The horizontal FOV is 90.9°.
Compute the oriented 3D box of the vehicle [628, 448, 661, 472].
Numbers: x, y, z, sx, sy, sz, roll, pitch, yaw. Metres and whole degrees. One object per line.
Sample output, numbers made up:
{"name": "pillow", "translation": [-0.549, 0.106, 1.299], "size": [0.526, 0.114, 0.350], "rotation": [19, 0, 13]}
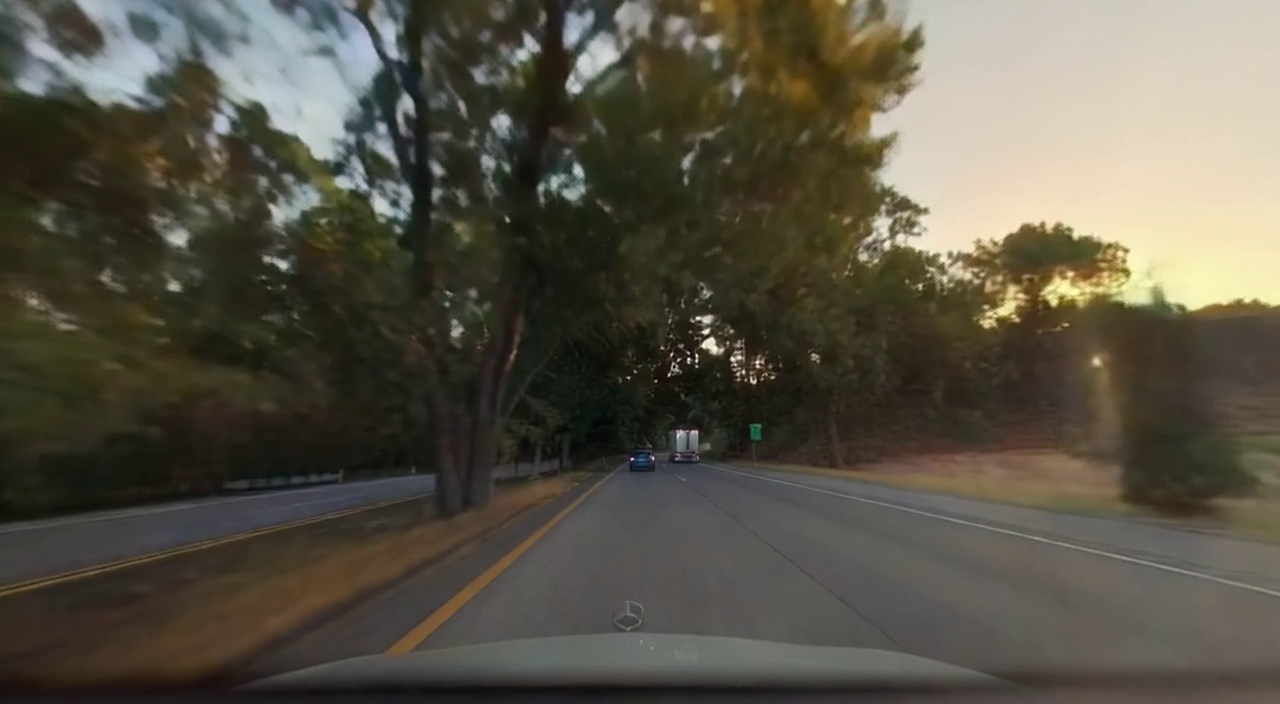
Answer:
{"name": "vehicle", "translation": [0.243, 6.574, 38.384], "size": [1.926, 1.386, 3.615], "rotation": [0, -9, 0]}
